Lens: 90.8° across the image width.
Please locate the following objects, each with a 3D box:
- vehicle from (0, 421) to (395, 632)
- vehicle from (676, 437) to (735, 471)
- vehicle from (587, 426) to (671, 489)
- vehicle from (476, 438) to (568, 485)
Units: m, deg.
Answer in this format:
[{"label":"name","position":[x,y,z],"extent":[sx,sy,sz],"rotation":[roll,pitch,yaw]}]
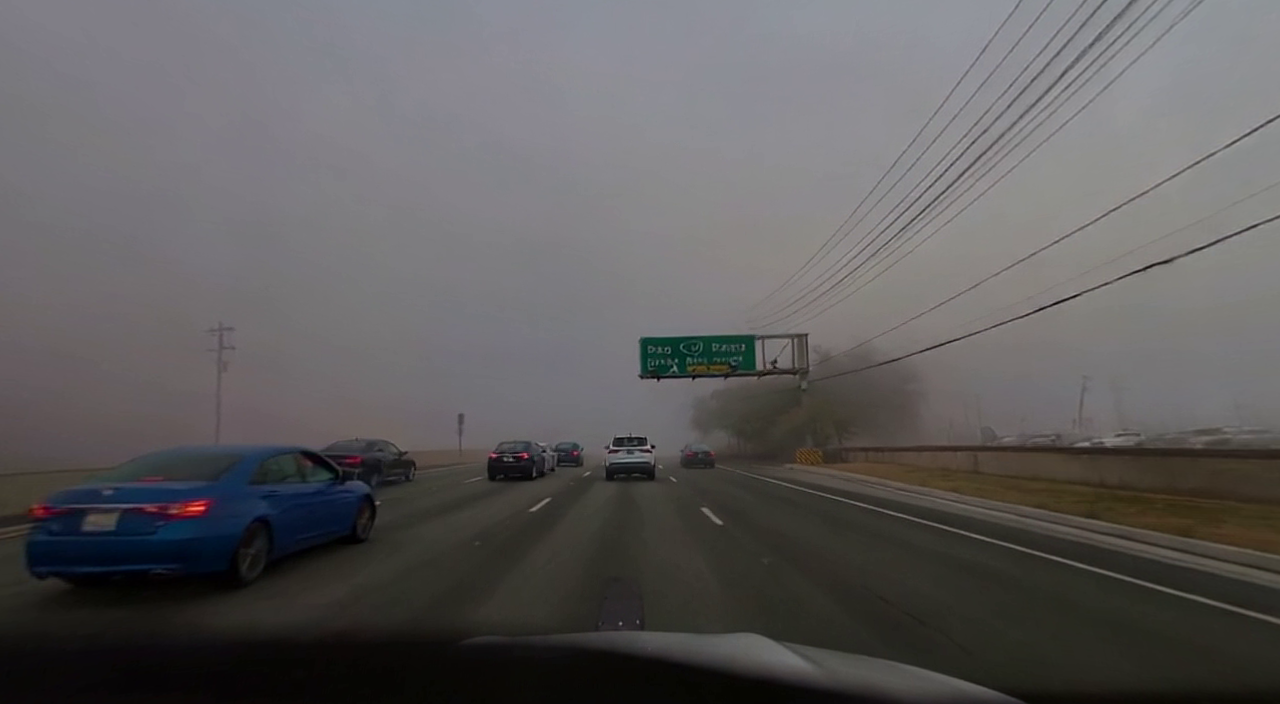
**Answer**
[{"label":"vehicle","position":[-4.312,1.538,6.665],"extent":[1.958,1.447,4.454],"rotation":[1,-8,-5]},{"label":"vehicle","position":[2.971,4.747,29.649],"extent":[2.197,1.464,4.356],"rotation":[0,-8,-2]},{"label":"vehicle","position":[-0.311,3.195,19.351],"extent":[2.284,1.699,4.168],"rotation":[0,-8,-1]},{"label":"vehicle","position":[-3.868,3.690,21.646],"extent":[2.203,1.425,4.610],"rotation":[0,-8,1]}]
